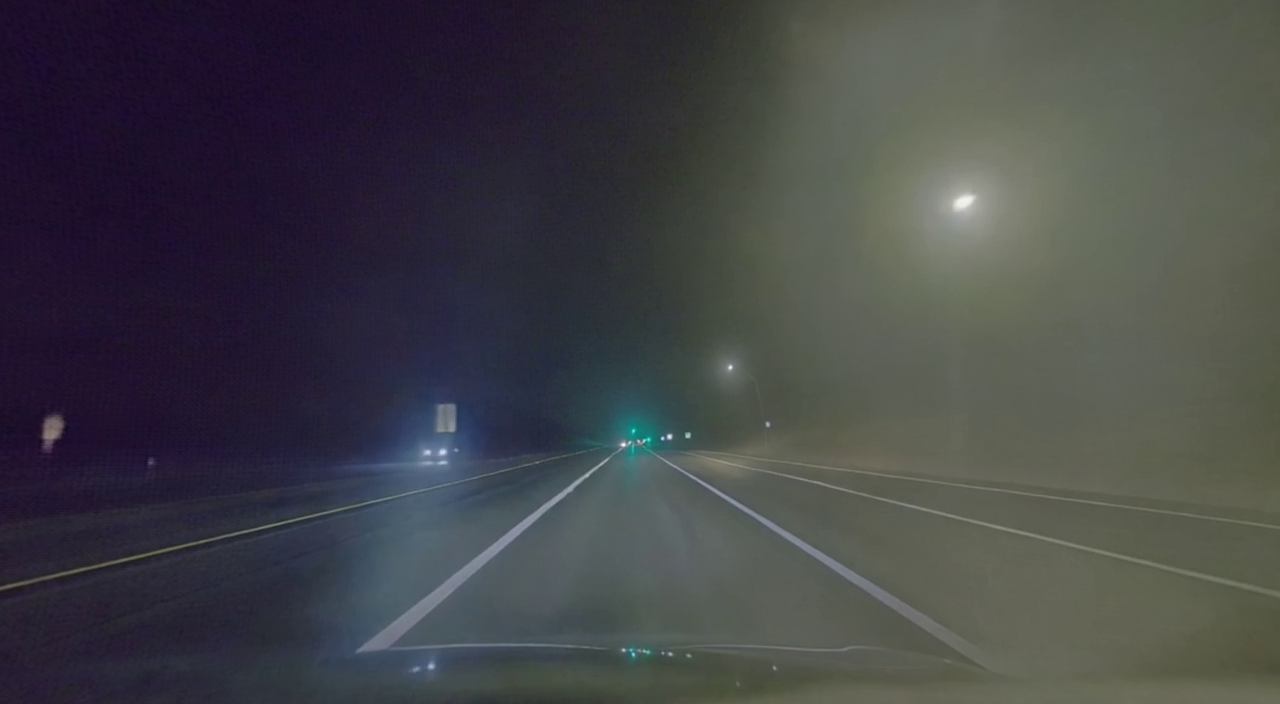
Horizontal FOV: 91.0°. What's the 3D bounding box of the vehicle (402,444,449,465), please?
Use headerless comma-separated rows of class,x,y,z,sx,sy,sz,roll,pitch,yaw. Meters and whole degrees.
vehicle,-15.508,7.386,45.693,1.800,1.432,4.512,-1,-8,1
